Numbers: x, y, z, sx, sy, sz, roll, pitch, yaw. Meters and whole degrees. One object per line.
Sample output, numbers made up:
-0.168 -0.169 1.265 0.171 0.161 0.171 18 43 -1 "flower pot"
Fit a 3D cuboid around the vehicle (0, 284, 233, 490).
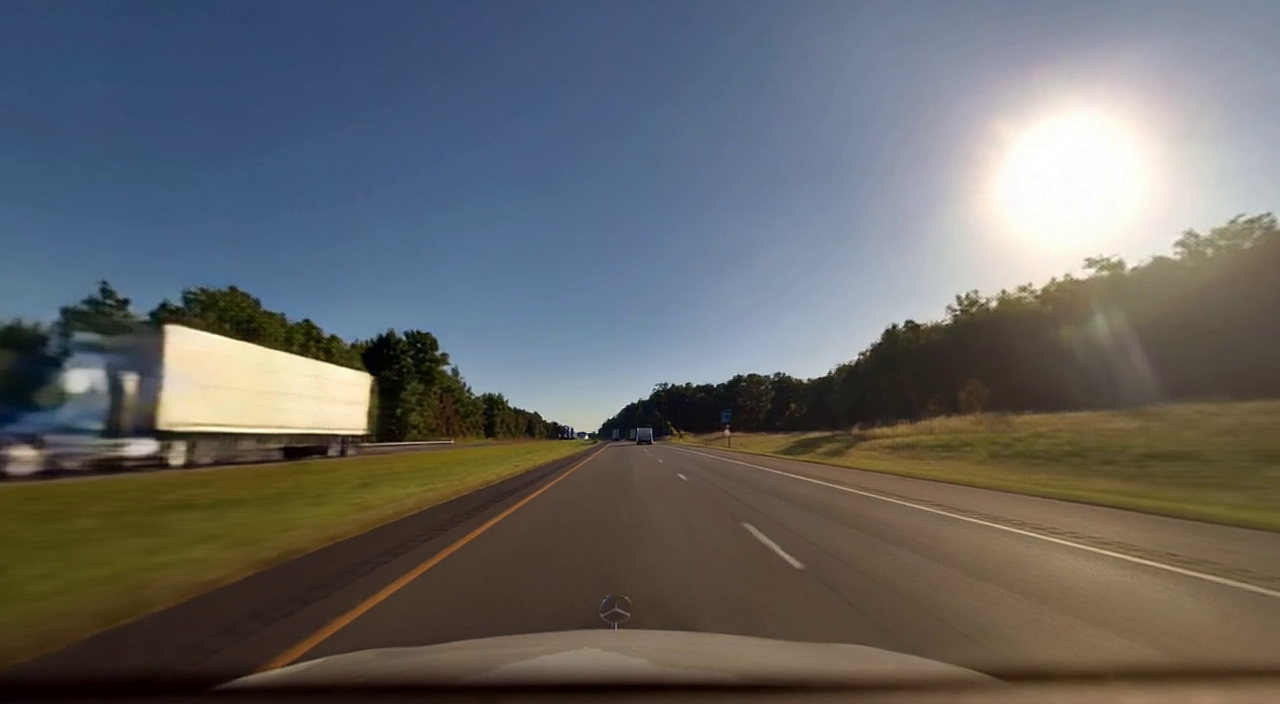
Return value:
-12.927 1.003 14.649 2.994 3.854 5.842 0 -8 -2 "vehicle"
